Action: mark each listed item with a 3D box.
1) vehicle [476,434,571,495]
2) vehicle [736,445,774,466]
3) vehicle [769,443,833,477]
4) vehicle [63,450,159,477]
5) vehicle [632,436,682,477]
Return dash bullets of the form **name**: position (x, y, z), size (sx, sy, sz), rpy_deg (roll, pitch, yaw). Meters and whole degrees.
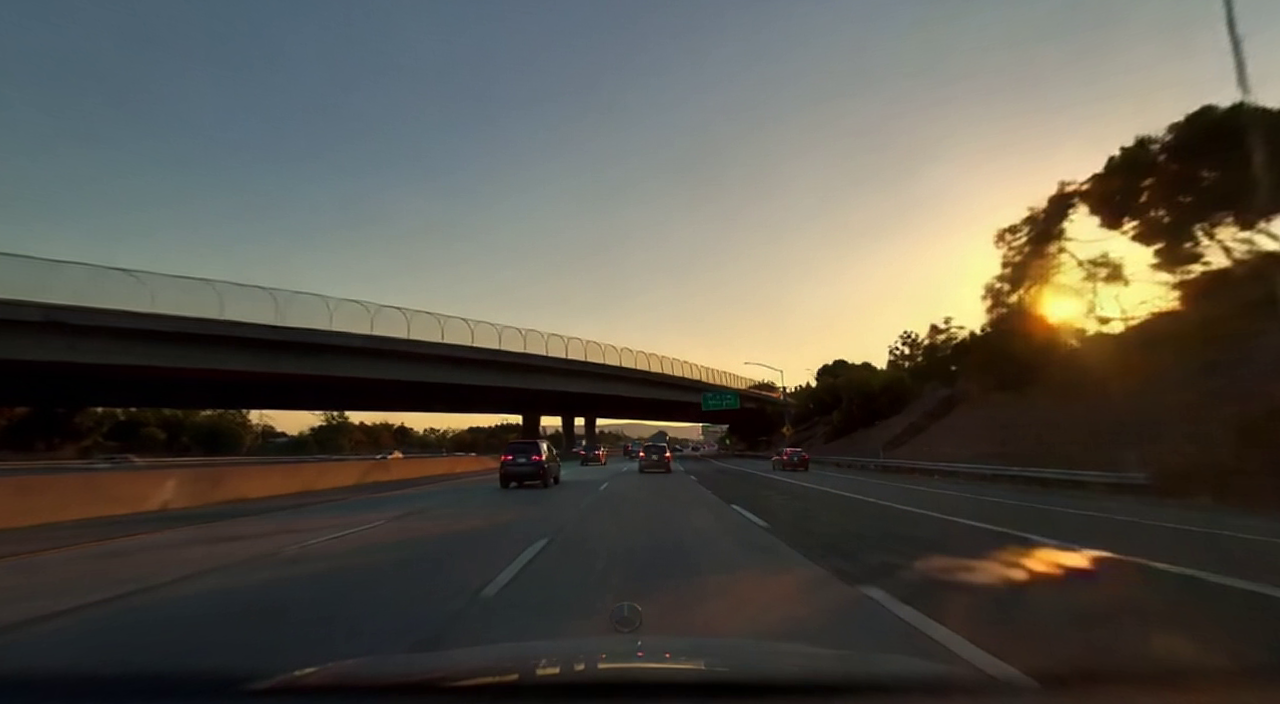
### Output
- **vehicle**: position (-3.675, 3.644, 20.746), size (2.142, 1.759, 4.297), rpy_deg (0, -9, 2)
- **vehicle**: position (8.571, 7.751, 47.229), size (2.005, 1.456, 4.287), rpy_deg (0, -9, 0)
- **vehicle**: position (7.753, 5.225, 30.668), size (1.936, 1.480, 4.373), rpy_deg (0, -9, 0)
- **vehicle**: position (-38.832, 8.153, 46.435), size (2.157, 1.854, 5.192), rpy_deg (-1, -9, 6)
- **vehicle**: position (0.847, 5.156, 31.330), size (2.270, 1.862, 4.949), rpy_deg (0, -9, 1)
